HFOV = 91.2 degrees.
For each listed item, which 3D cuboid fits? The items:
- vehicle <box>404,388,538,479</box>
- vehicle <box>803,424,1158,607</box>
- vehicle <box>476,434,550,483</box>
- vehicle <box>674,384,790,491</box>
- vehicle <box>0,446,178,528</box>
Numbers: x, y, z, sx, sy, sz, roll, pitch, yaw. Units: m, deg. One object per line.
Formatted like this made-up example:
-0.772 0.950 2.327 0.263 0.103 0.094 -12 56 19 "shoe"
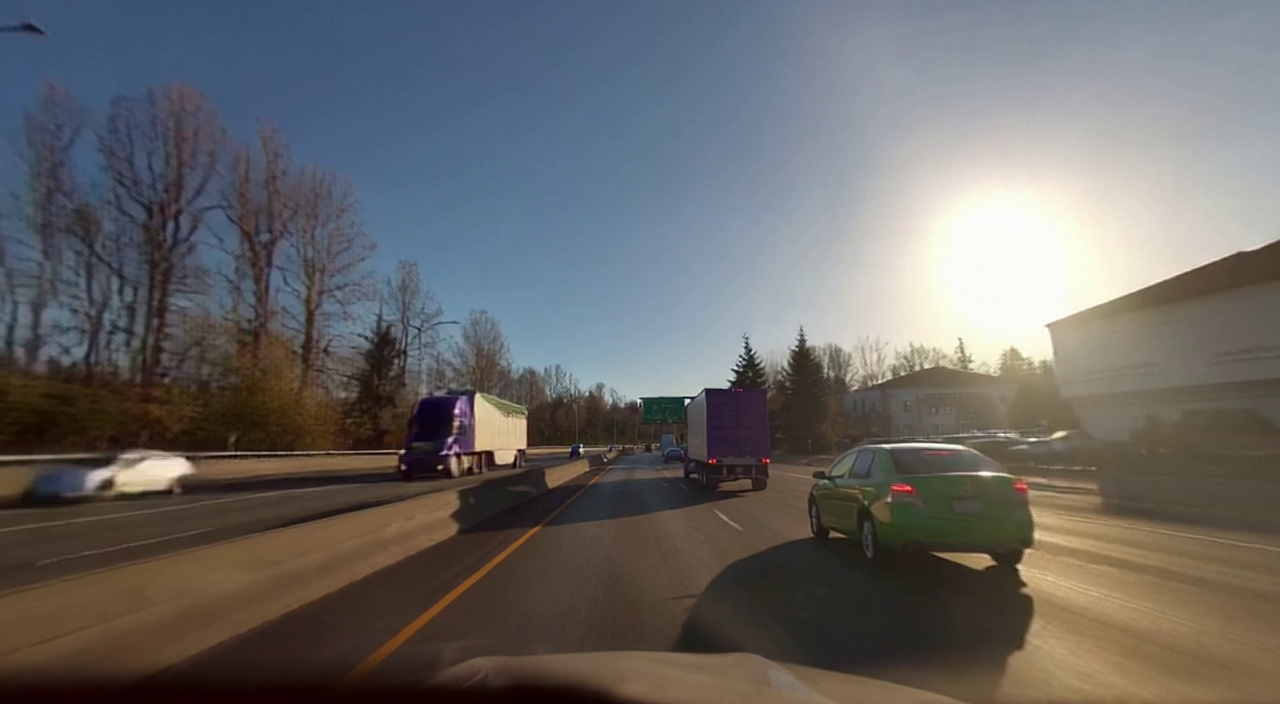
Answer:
-8.885 4.857 36.134 2.954 4.061 15.604 -1 -9 2 "vehicle"
3.484 1.718 7.446 1.971 1.558 3.834 0 -9 -1 "vehicle"
-5.154 4.406 26.173 2.038 1.801 4.594 -1 -9 1 "vehicle"
3.444 3.928 28.127 2.916 3.563 14.462 0 -9 0 "vehicle"
-12.391 2.798 13.542 1.784 1.484 3.809 -1 -9 1 "vehicle"
